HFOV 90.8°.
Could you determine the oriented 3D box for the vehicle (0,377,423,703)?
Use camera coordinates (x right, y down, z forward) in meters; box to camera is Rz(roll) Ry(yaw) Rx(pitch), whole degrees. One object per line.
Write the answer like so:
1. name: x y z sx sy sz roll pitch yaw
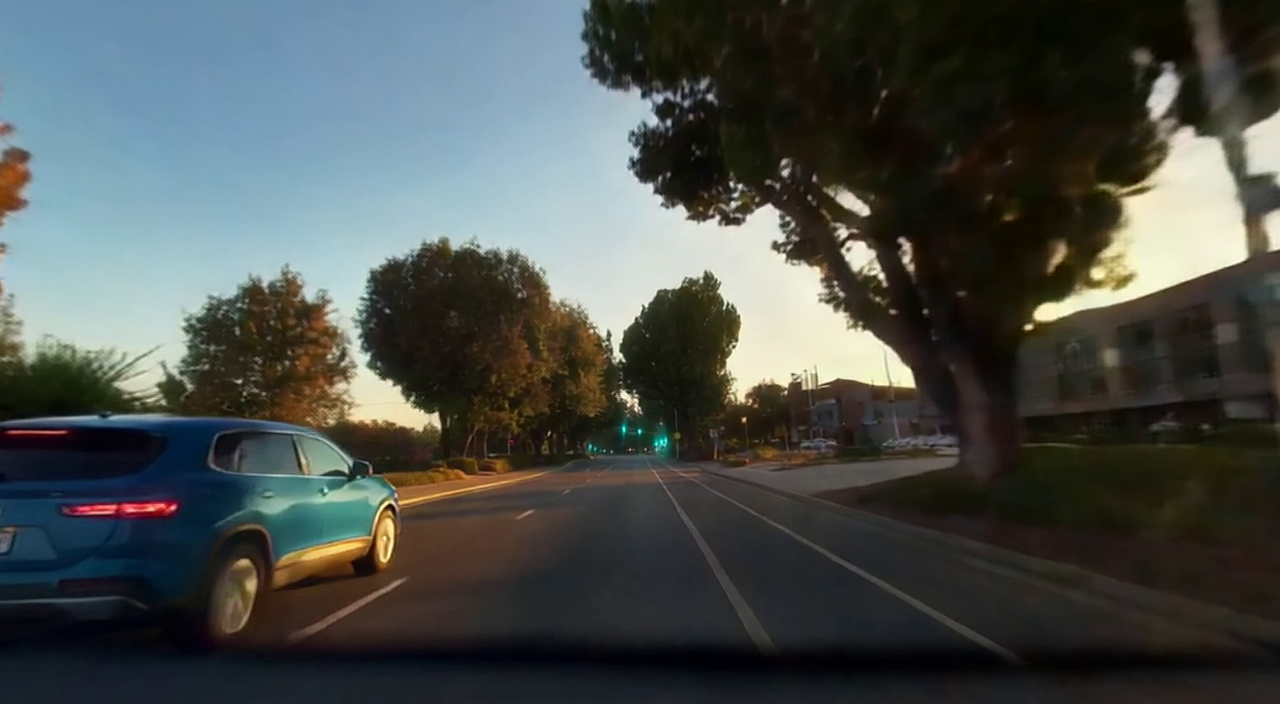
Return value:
1. vehicle: -3.706 1.323 5.403 2.121 1.724 4.392 0 -9 0
